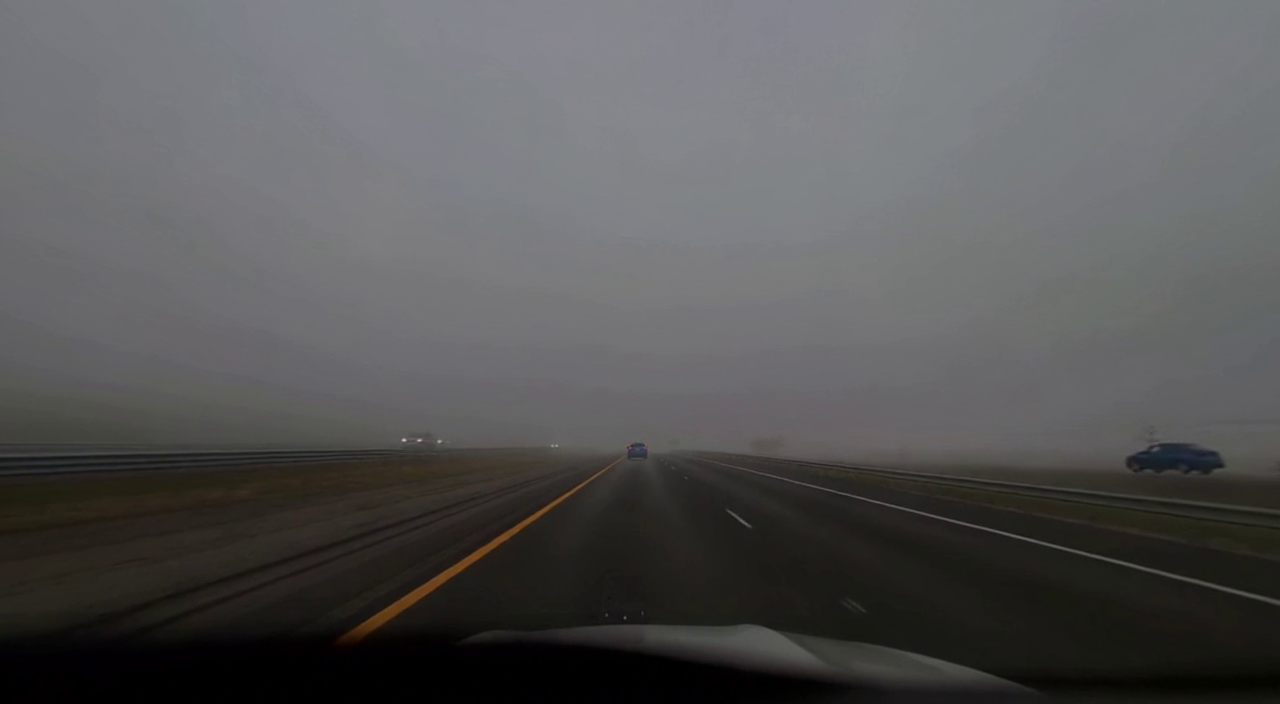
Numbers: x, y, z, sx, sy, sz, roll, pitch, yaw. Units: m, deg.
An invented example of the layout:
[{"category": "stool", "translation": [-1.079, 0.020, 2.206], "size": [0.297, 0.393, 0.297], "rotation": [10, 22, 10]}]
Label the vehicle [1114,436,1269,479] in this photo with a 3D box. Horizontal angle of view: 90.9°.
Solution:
[{"category": "vehicle", "translation": [36.856, 7.108, 42.752], "size": [2.760, 2.529, 8.485], "rotation": [-1, -9, -1]}]
